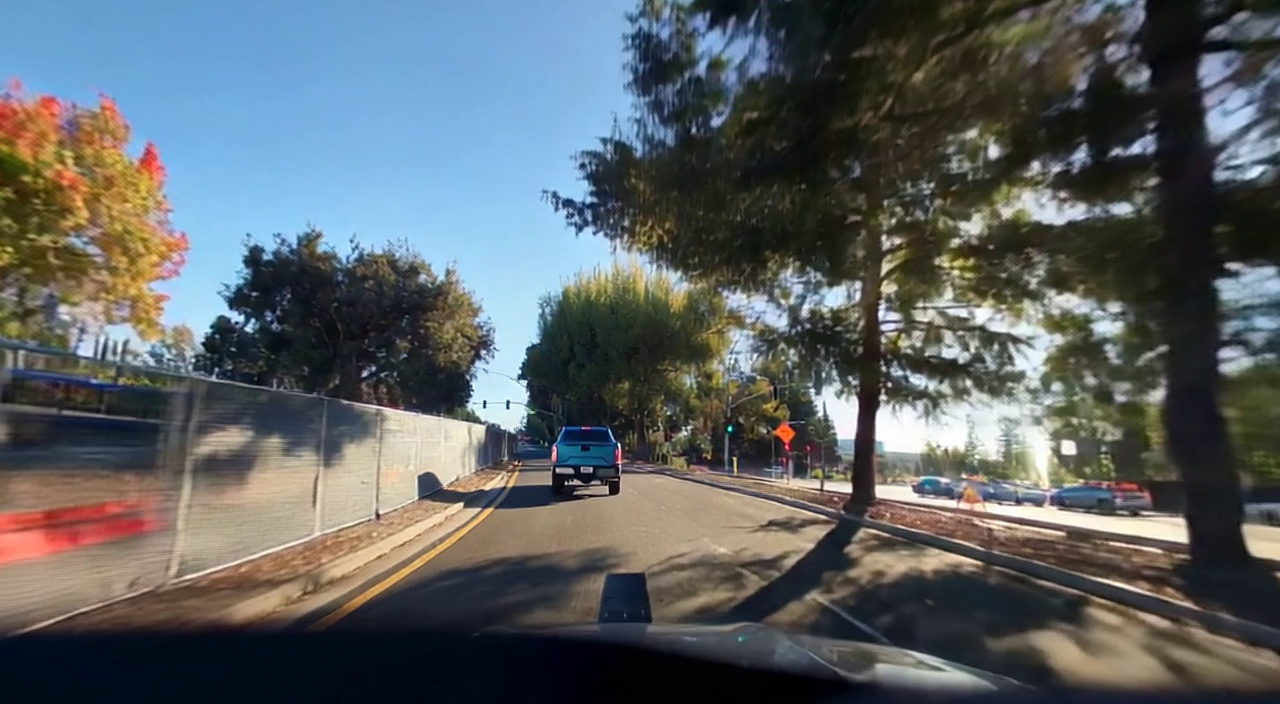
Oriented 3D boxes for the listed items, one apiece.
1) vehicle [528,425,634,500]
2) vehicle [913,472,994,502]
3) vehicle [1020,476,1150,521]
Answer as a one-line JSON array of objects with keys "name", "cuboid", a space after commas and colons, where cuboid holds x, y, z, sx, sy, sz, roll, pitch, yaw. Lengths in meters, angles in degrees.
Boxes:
[{"name": "vehicle", "cuboid": [-1.565, 2.935, 17.243, 2.436, 1.698, 5.322, 0, -8, -4]}, {"name": "vehicle", "cuboid": [17.851, 7.711, 36.129, 1.808, 1.467, 4.360, 3, -10, -11]}, {"name": "vehicle", "cuboid": [19.100, 6.290, 27.383, 1.884, 1.622, 4.485, 3, -10, -10]}]
